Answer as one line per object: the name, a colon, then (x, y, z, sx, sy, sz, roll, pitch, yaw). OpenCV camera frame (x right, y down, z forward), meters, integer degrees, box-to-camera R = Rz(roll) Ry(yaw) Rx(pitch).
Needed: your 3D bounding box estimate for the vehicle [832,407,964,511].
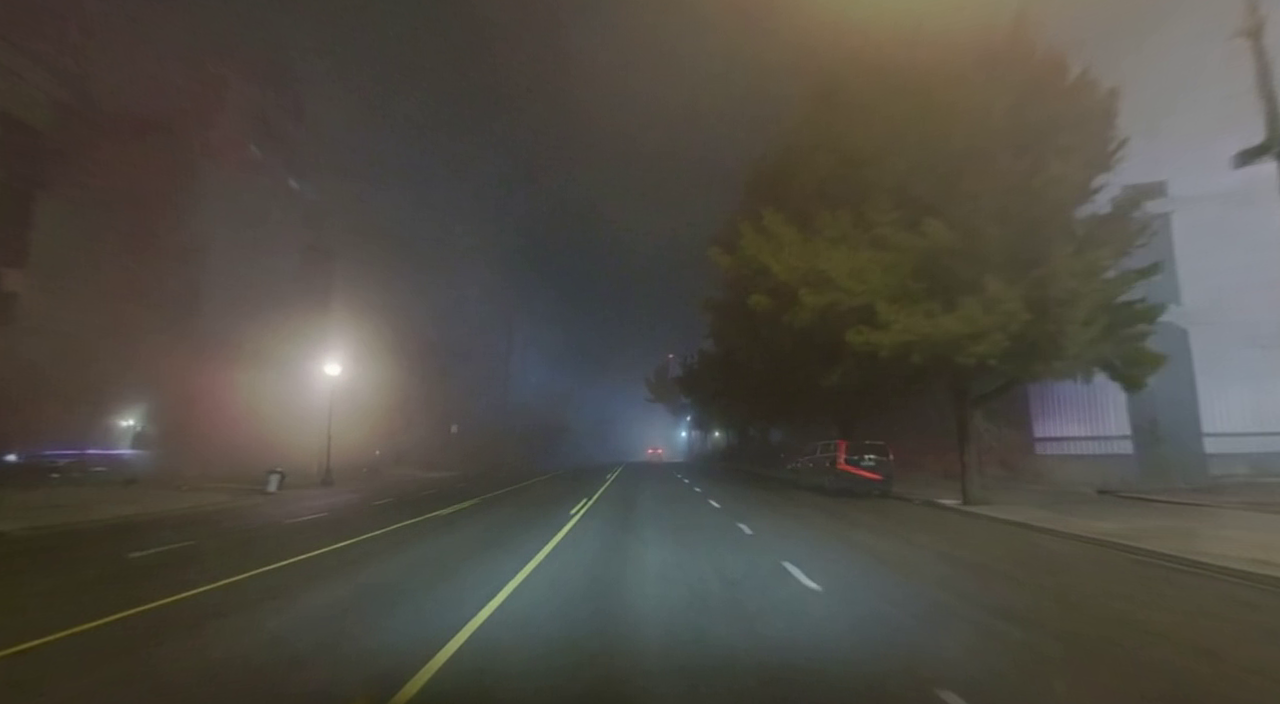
vehicle: (6.537, 2.737, 16.339, 2.021, 2.433, 3.088, 0, -8, -1)

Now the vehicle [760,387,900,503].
vehicle: (6.037, 3.117, 21.152, 2.750, 3.269, 6.333, 0, -9, 1)
